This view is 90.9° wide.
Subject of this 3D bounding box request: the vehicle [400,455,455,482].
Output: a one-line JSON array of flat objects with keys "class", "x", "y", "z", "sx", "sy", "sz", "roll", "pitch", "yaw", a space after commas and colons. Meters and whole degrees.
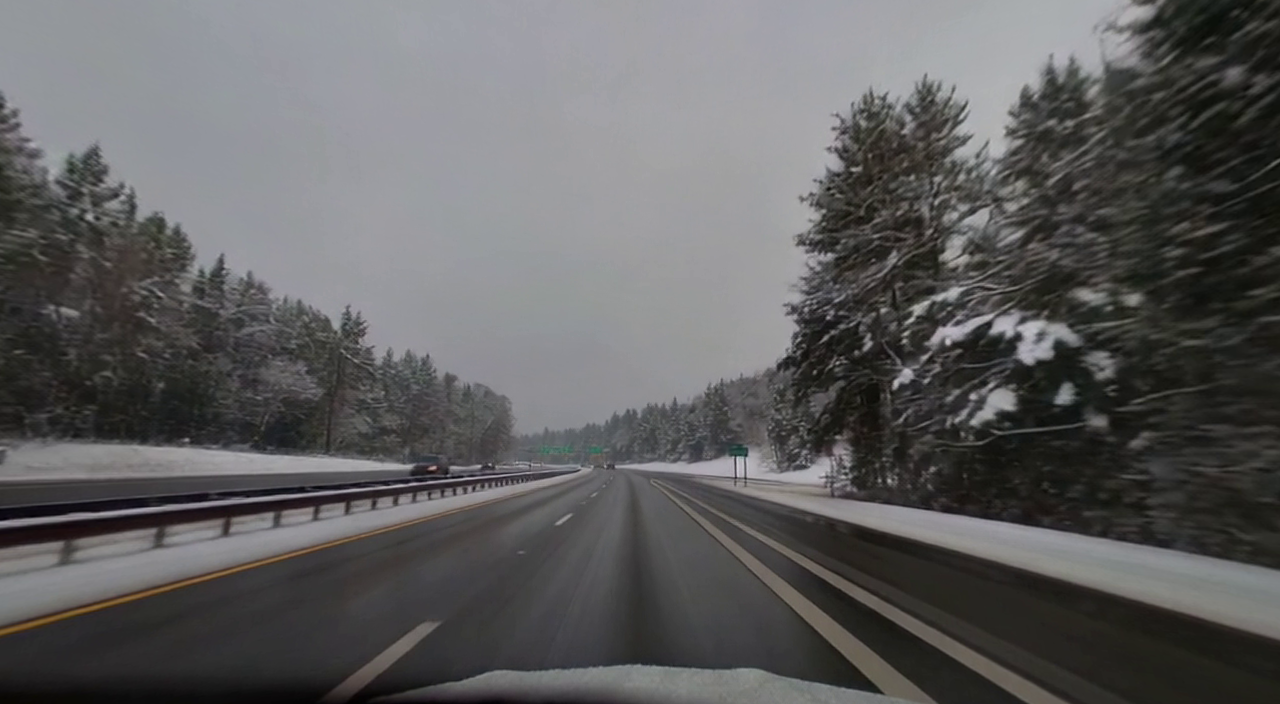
[{"class": "vehicle", "x": -12.844, "y": 7.089, "z": 38.383, "sx": 1.869, "sy": 1.509, "sz": 4.350, "roll": 1, "pitch": -10, "yaw": -1}]
